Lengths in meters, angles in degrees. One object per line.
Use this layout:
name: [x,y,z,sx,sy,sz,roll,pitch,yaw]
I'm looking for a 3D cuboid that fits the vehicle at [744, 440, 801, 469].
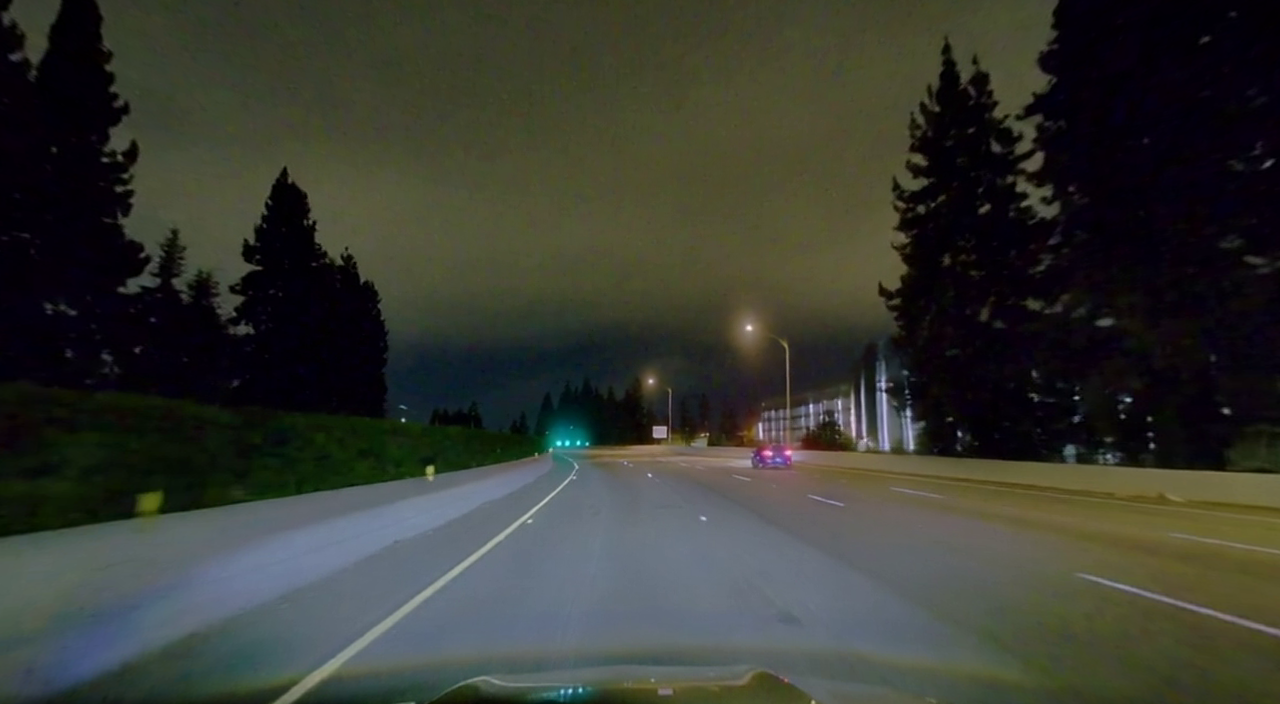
vehicle: [7.390,5.759,35.550,1.908,1.483,4.474,1,-8,-5]
